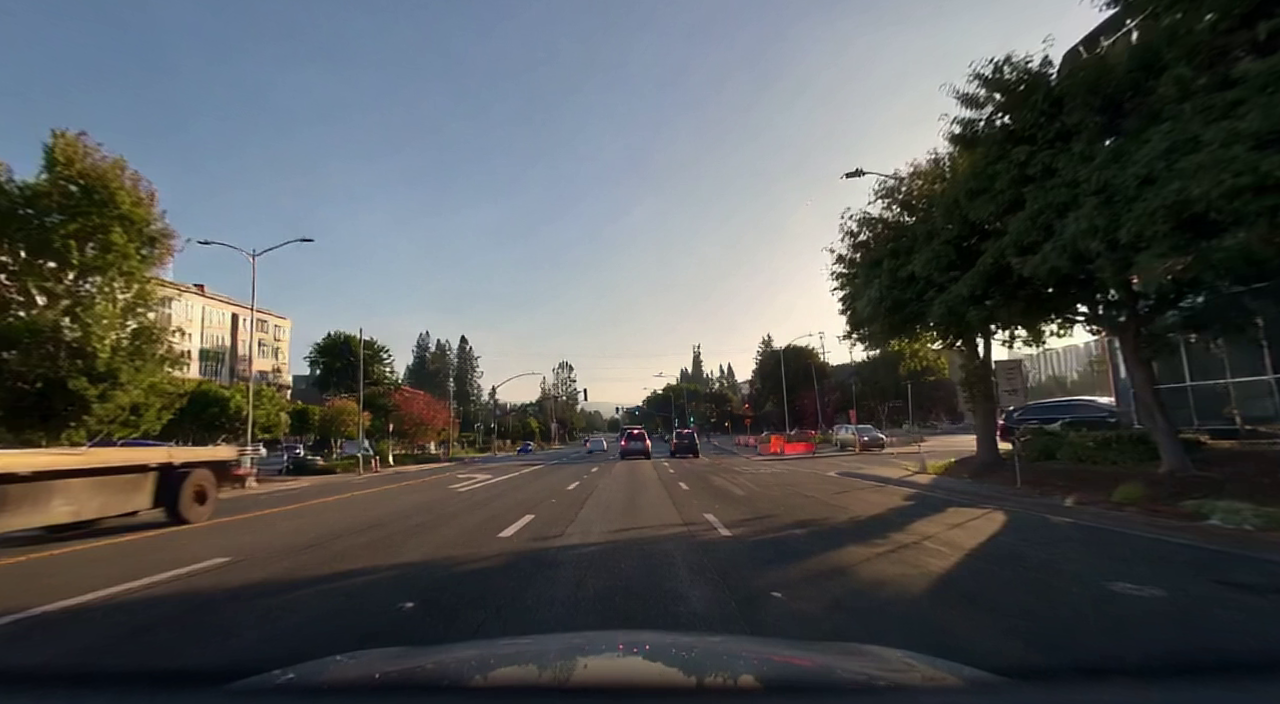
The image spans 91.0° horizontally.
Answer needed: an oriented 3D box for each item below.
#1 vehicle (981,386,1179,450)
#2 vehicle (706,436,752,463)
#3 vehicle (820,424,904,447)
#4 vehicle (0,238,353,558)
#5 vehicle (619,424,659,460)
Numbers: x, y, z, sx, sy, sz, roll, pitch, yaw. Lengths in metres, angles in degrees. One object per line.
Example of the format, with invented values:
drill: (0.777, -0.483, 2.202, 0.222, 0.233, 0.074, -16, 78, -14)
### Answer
vehicle: (16.078, 2.546, 23.295, 5.631, 2.106, 2.298, -7, -11, 38)
vehicle: (5.177, 5.751, 37.195, 2.145, 1.503, 4.267, 0, -8, 1)
vehicle: (15.084, 5.729, 42.959, 4.986, 1.467, 2.025, -6, -10, 34)
vehicle: (-9.576, 1.161, 11.849, 3.014, 3.979, 11.363, 0, -8, 0)
vehicle: (-0.117, 5.701, 39.718, 2.350, 2.122, 5.801, 0, -8, -1)
